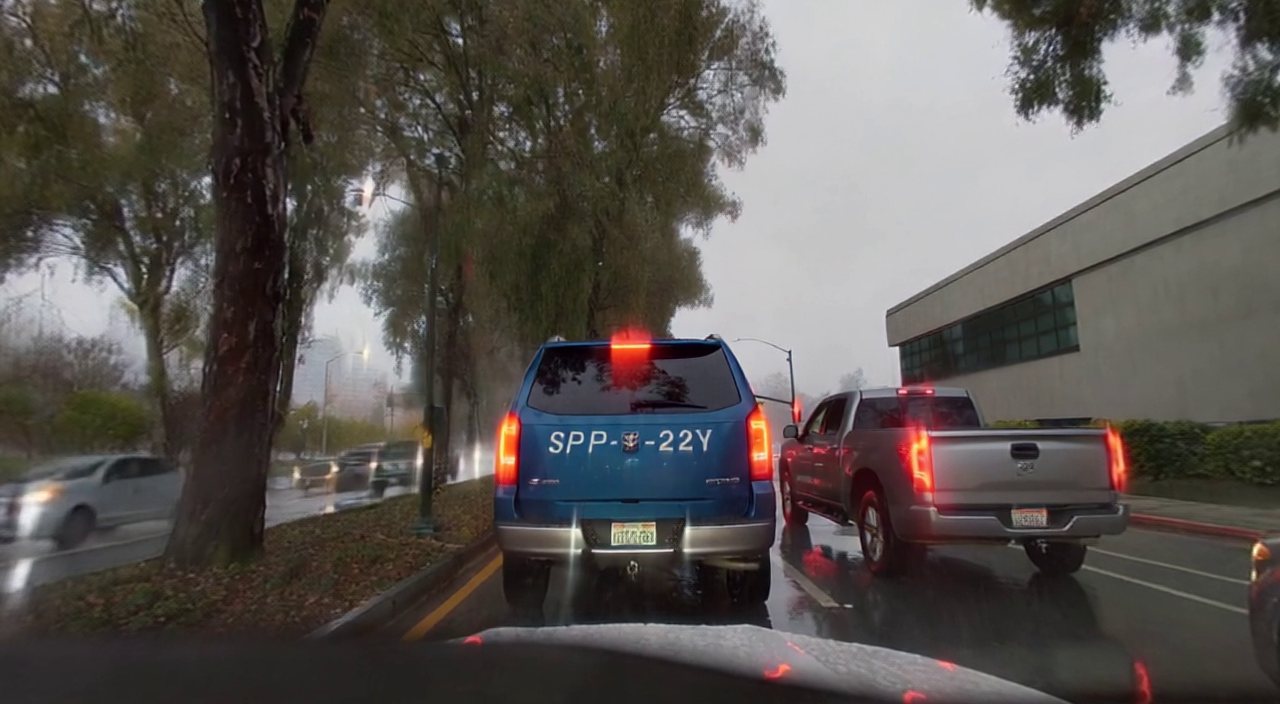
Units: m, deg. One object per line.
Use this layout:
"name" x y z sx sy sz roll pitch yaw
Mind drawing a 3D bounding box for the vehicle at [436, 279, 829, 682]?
"vehicle" 0.010 1.038 5.969 2.267 2.372 4.366 0 -8 2

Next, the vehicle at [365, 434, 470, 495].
"vehicle" -8.569 4.371 24.977 2.136 2.109 5.377 0 -8 1

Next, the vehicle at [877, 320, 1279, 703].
"vehicle" 3.083 0.984 3.458 2.022 1.700 4.410 0 -8 3

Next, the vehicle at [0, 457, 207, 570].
"vehicle" -12.154 3.301 13.747 1.965 1.897 4.821 0 -8 0

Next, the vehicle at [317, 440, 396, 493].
"vehicle" -15.732 6.346 35.383 1.924 2.730 5.024 0 -8 2
